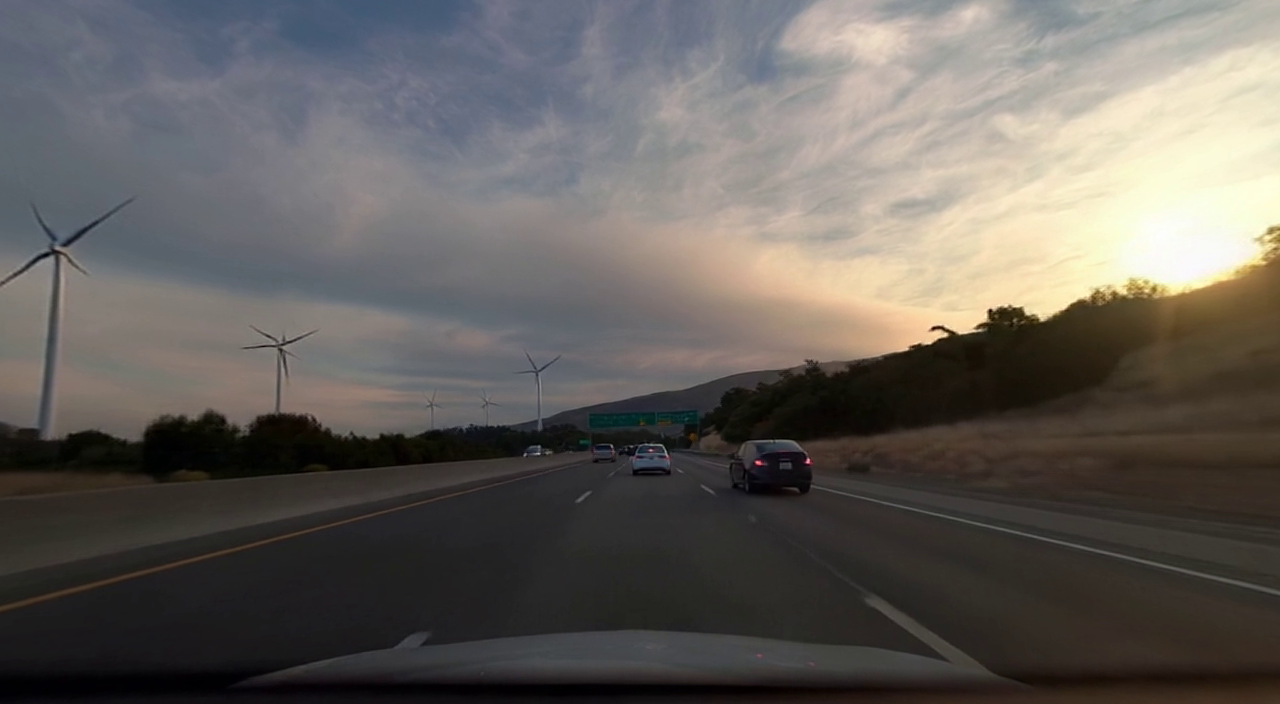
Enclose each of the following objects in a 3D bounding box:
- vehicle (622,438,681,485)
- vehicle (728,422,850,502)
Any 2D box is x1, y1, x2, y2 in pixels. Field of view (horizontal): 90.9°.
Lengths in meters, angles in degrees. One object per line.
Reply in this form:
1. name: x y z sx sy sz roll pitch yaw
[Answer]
1. vehicle: 0.401 4.138 24.039 2.083 1.653 3.787 0 -9 0
2. vehicle: 3.873 2.988 17.435 2.104 1.861 4.956 0 -9 -1
